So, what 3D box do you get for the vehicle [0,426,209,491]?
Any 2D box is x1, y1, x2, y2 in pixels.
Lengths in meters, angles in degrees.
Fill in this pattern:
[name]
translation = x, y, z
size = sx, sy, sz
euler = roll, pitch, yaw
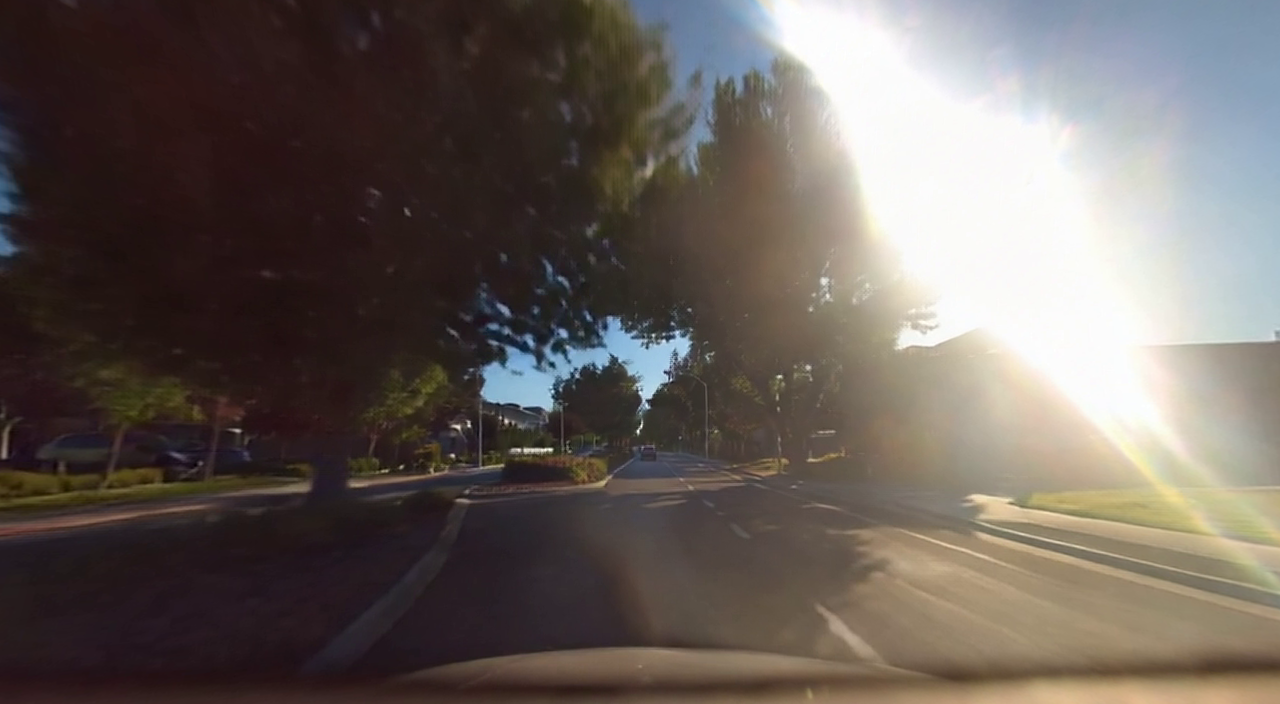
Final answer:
[vehicle]
translation = -23.152, 4.624, 27.526
size = 6.364, 2.595, 2.828
euler = 0, -9, -3
